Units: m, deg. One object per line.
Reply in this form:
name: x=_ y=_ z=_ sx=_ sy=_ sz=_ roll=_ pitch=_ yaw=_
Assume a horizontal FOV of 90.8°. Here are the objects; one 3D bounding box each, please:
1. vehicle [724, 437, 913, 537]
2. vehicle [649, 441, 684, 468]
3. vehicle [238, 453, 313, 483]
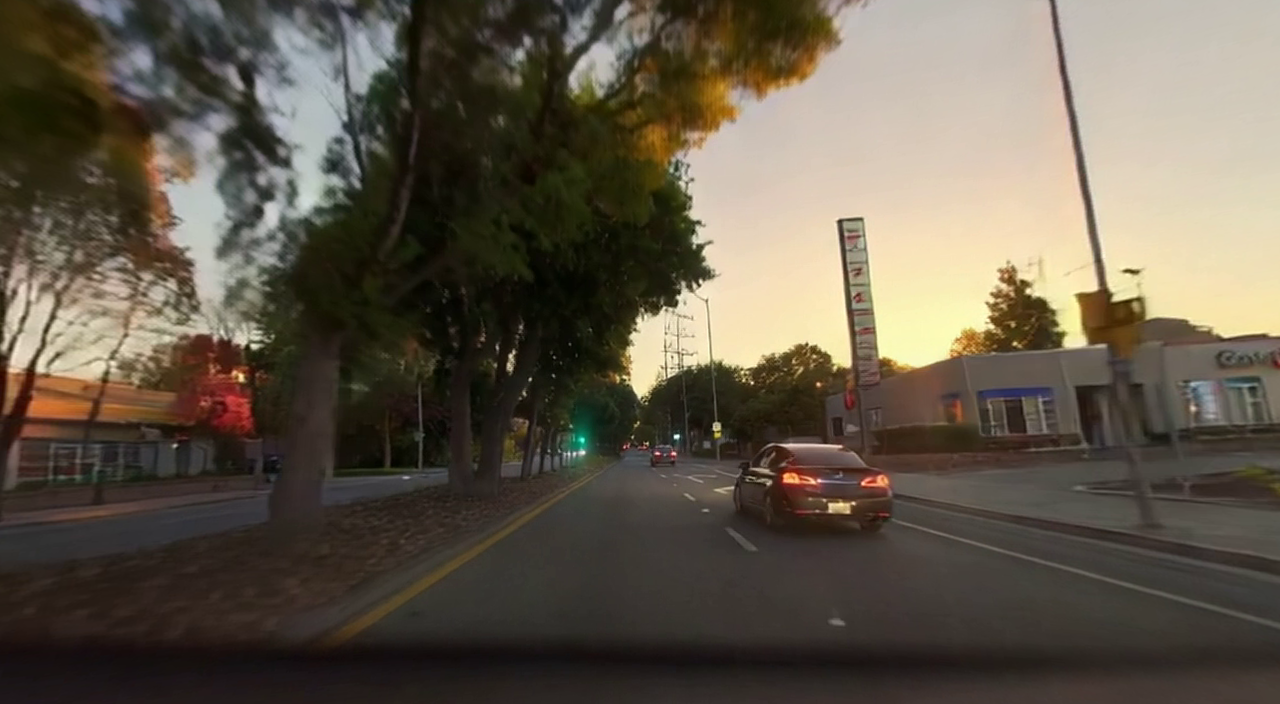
vehicle: x=2.980 y=2.348 z=11.703 sx=2.061 sy=1.475 sz=4.296 roll=0 pitch=-8 yaw=-3
vehicle: x=1.872 y=7.399 z=45.772 sx=2.115 sy=1.840 sz=4.777 roll=0 pitch=-8 yaw=-3
vehicle: x=-24.576 y=7.787 z=42.863 sx=2.082 sy=1.829 sz=5.094 roll=0 pitch=-8 yaw=0
